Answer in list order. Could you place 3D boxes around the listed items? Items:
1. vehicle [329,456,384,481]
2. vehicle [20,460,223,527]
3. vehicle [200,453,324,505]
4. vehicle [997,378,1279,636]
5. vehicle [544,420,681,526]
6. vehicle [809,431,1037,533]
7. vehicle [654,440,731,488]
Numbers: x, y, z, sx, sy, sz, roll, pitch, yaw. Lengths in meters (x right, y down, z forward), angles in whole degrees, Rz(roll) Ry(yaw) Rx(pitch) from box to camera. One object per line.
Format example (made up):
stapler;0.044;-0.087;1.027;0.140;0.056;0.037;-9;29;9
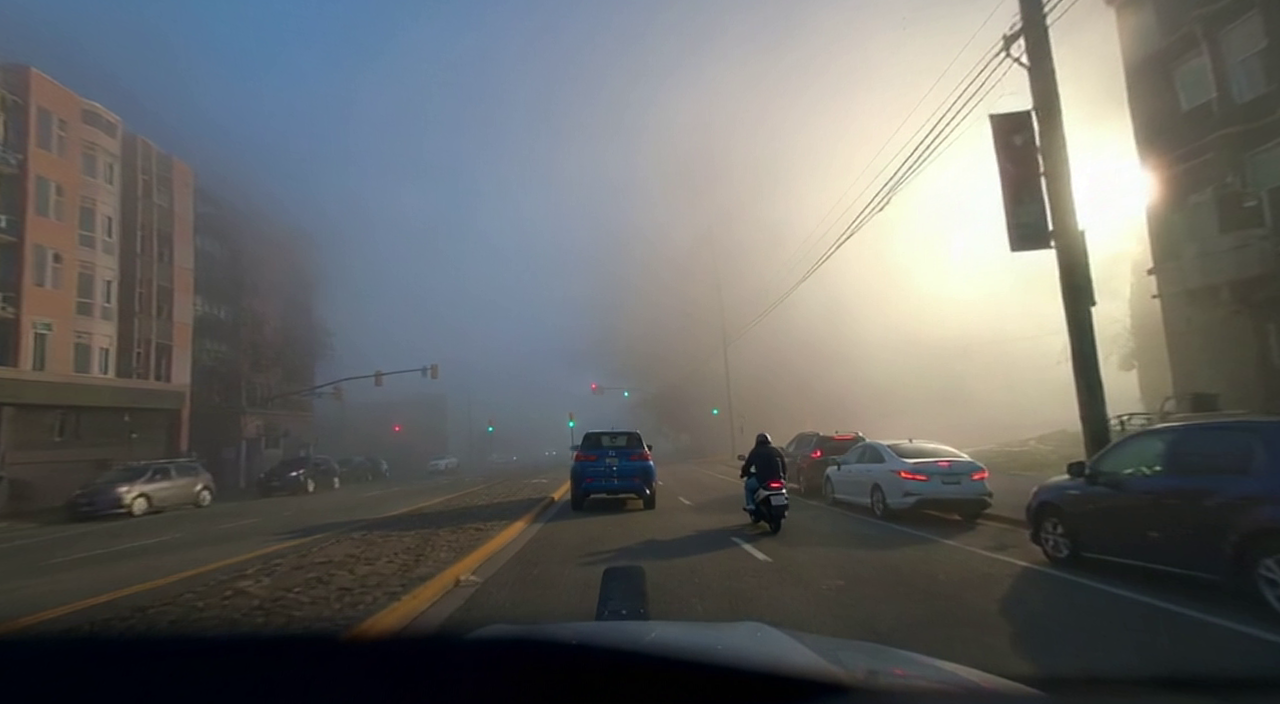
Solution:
vehicle;-19.919;8.166;44.525;2.038;1.607;4.348;1;-9;-4
vehicle;-18.037;4.881;22.553;2.400;1.913;6.066;0;-9;-4
vehicle;-14.920;4.993;25.288;2.267;1.831;4.702;0;-9;-4
vehicle;5.316;1.190;5.220;2.094;1.719;4.150;0;-9;-3
vehicle;-0.525;2.332;12.645;2.265;1.748;4.130;0;-9;-2
vehicle;4.941;2.326;11.931;2.012;1.532;4.565;0;-9;-3
vehicle;1.709;3.889;22.195;2.101;1.507;4.355;0;-9;-3
